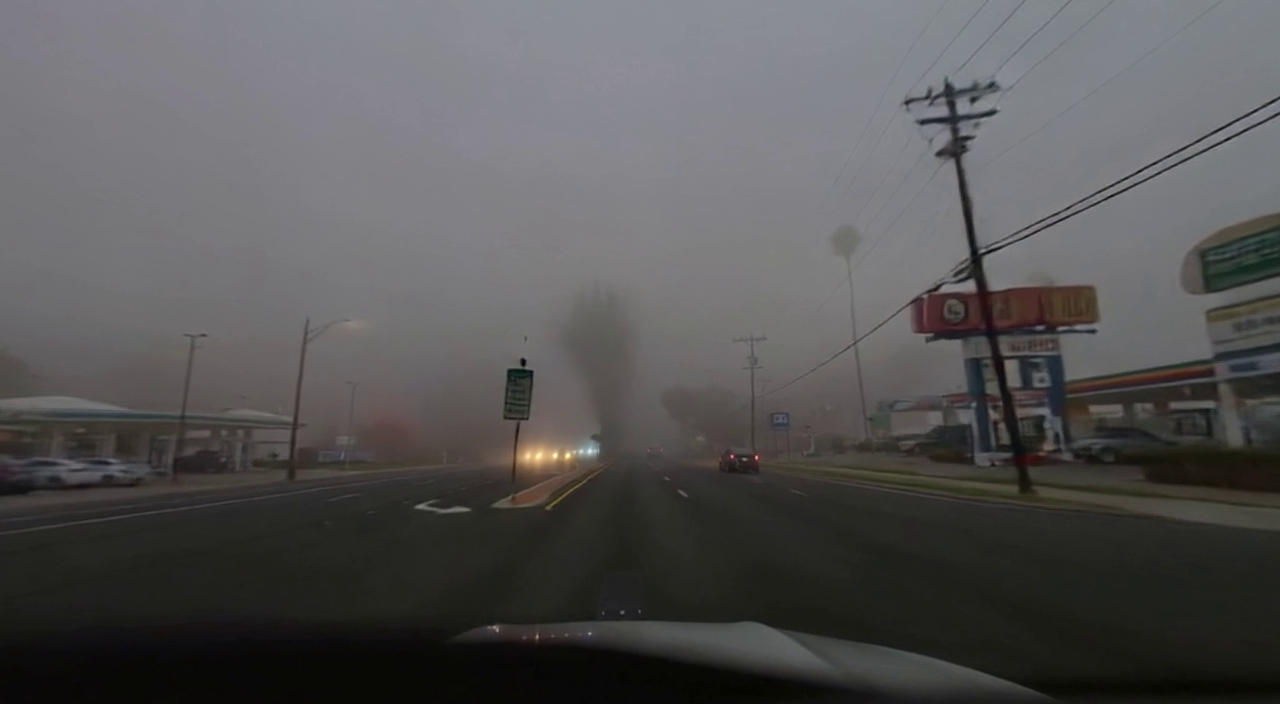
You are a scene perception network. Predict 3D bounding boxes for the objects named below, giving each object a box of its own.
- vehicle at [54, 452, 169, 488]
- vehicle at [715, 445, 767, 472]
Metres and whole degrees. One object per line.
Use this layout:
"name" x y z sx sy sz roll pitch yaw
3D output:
"vehicle" -27.758 6.190 33.419 2.113 1.684 4.498 -1 -9 1
"vehicle" 5.952 6.349 37.772 2.261 1.479 4.403 0 -9 -2
